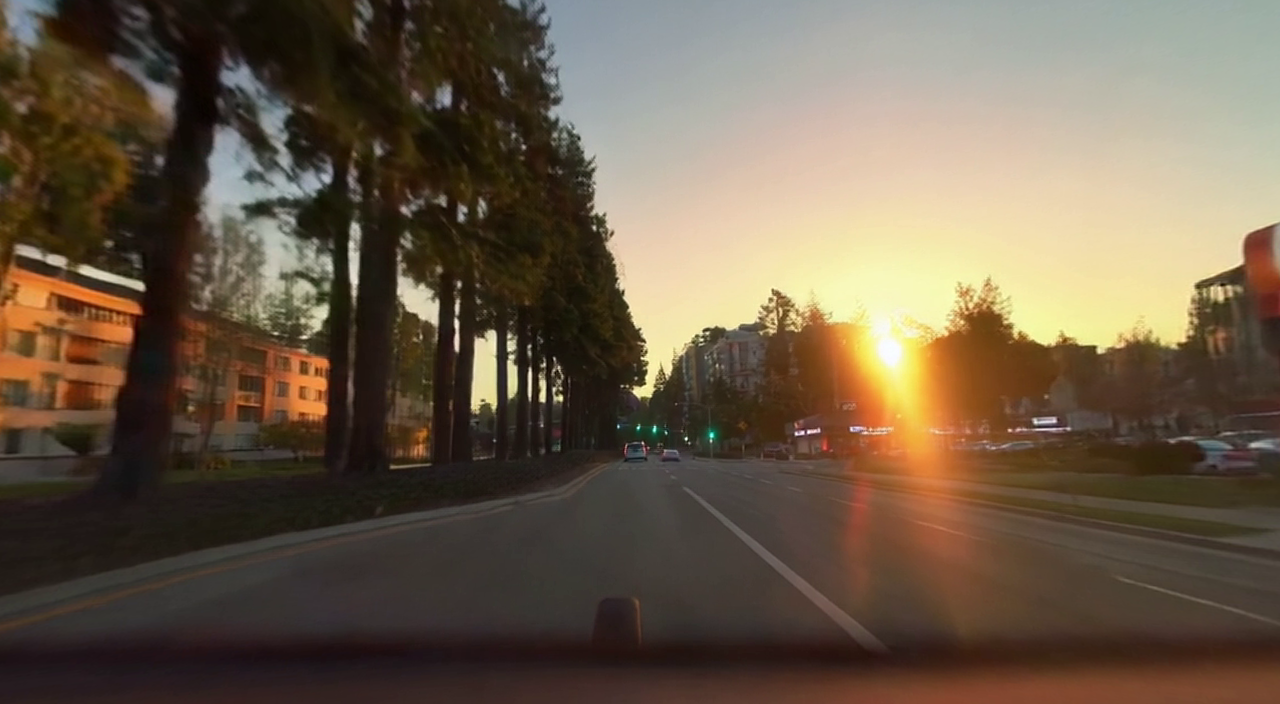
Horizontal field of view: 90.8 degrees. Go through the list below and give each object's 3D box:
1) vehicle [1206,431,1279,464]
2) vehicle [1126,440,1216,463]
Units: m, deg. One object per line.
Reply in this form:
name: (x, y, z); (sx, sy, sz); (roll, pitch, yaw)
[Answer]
vehicle: (34.772, 5.239, 34.863); (2.094, 1.741, 4.669); (4, -8, -29)
vehicle: (40.351, 7.525, 48.138); (1.962, 1.620, 4.755); (5, -9, -29)
